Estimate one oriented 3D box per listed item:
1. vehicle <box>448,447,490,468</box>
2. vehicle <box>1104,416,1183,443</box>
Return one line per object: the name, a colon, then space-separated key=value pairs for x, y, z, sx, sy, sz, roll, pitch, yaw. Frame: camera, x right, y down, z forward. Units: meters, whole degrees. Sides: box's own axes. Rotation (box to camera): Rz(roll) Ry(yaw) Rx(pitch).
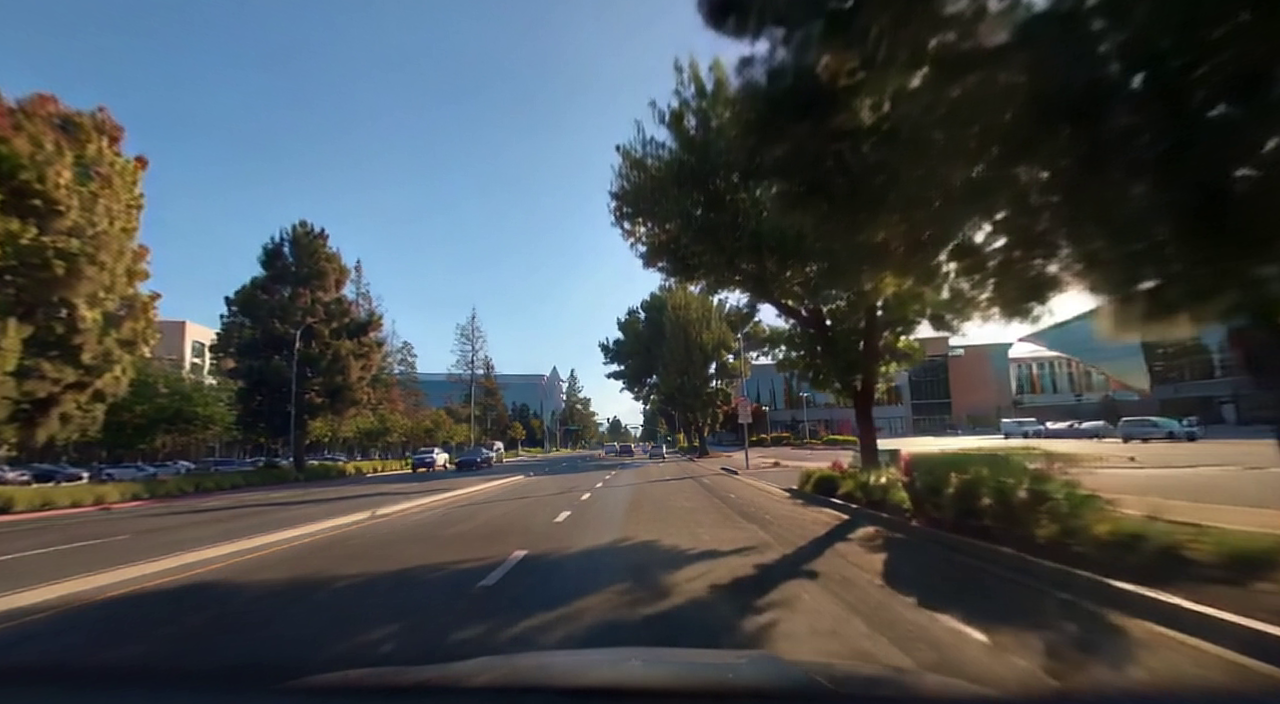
vehicle: x=-13.459 y=8.317 z=49.710 sx=1.939 sy=1.548 sz=4.490 roll=0 pitch=-8 yaw=2
vehicle: x=39.115 y=6.092 z=48.914 sx=2.045 sy=2.000 sz=4.878 roll=0 pitch=-8 yaw=0
